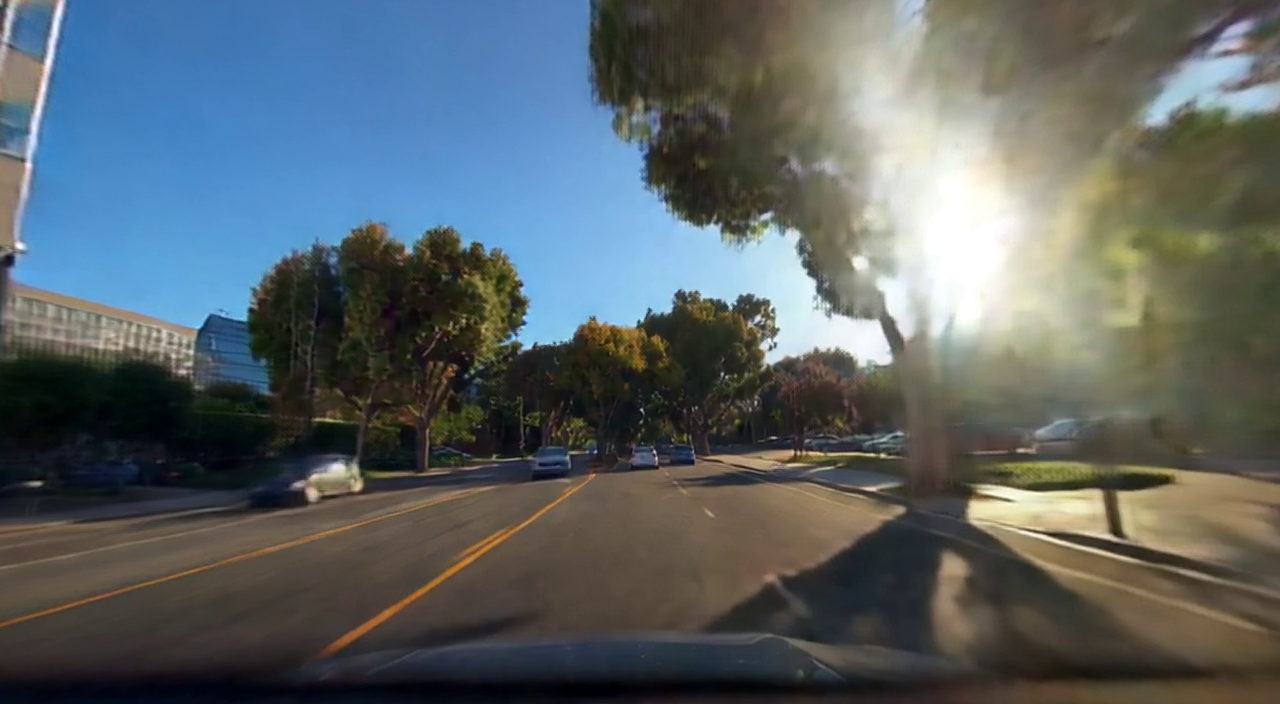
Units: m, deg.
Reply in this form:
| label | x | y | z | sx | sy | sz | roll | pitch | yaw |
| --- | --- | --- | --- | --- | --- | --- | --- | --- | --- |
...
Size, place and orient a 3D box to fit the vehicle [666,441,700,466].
| label | x | y | z | sx | sy | sz | roll | pitch | yaw |
| --- | --- | --- | --- | --- | --- | --- | --- | --- | --- |
| vehicle | 3.203 | 7.670 | 47.670 | 2.189 | 1.766 | 4.495 | 0 | -9 | -1 |

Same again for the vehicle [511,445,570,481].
| label | x | y | z | sx | sy | sz | roll | pitch | yaw |
| --- | --- | --- | --- | --- | --- | --- | --- | --- | --- |
| vehicle | -4.373 | 4.947 | 28.455 | 2.014 | 1.487 | 4.591 | 0 | -9 | -1 |

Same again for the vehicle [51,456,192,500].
| label | x | y | z | sx | sy | sz | roll | pitch | yaw |
| --- | --- | --- | --- | --- | --- | --- | --- | --- | --- |
| vehicle | -21.581 | 5.217 | 26.358 | 4.152 | 1.686 | 1.873 | 0 | -9 | -2 |

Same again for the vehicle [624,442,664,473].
| label | x | y | z | sx | sy | sz | roll | pitch | yaw |
| --- | --- | --- | --- | --- | --- | --- | --- | --- | --- |
| vehicle | 0.202 | 5.884 | 35.354 | 2.109 | 1.612 | 3.963 | 0 | -9 | 0 |

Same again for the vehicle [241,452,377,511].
| label | x | y | z | sx | sy | sz | roll | pitch | yaw |
| --- | --- | --- | --- | --- | --- | --- | --- | --- | --- |
| vehicle | -9.573 | 3.731 | 18.646 | 1.889 | 1.506 | 3.911 | 0 | -9 | 0 |
